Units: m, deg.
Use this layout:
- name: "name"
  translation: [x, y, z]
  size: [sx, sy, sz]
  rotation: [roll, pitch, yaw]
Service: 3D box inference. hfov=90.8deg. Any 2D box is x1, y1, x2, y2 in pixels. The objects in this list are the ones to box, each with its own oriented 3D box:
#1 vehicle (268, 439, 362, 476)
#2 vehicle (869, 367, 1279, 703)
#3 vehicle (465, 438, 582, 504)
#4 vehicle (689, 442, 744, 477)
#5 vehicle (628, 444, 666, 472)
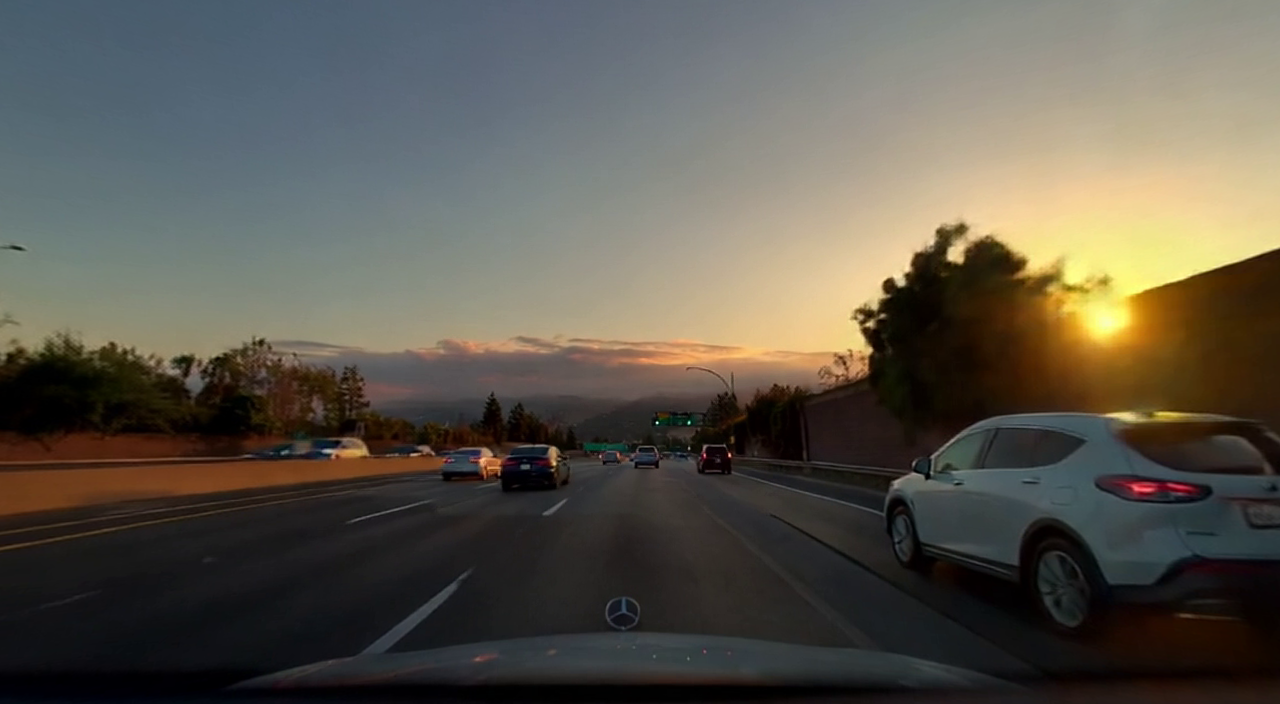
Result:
- name: "vehicle"
  translation: [-15.768, 5.124, 30.965]
  size: [2.032, 1.616, 4.579]
  rotation: [0, -8, 2]
- name: "vehicle"
  translation: [3.729, 1.250, 5.053]
  size: [2.029, 1.716, 4.545]
  rotation: [0, -8, 0]
- name: "vehicle"
  translation: [-2.911, 3.108, 17.031]
  size: [2.130, 1.514, 4.766]
  rotation: [0, -8, 1]
- name: "vehicle"
  translation: [3.943, 5.620, 33.337]
  size: [2.320, 1.735, 4.408]
  rotation: [0, -8, 0]
- name: "vehicle"
  translation: [0.520, 6.976, 41.901]
  size: [2.408, 1.748, 4.217]
  rotation: [0, -8, 3]
